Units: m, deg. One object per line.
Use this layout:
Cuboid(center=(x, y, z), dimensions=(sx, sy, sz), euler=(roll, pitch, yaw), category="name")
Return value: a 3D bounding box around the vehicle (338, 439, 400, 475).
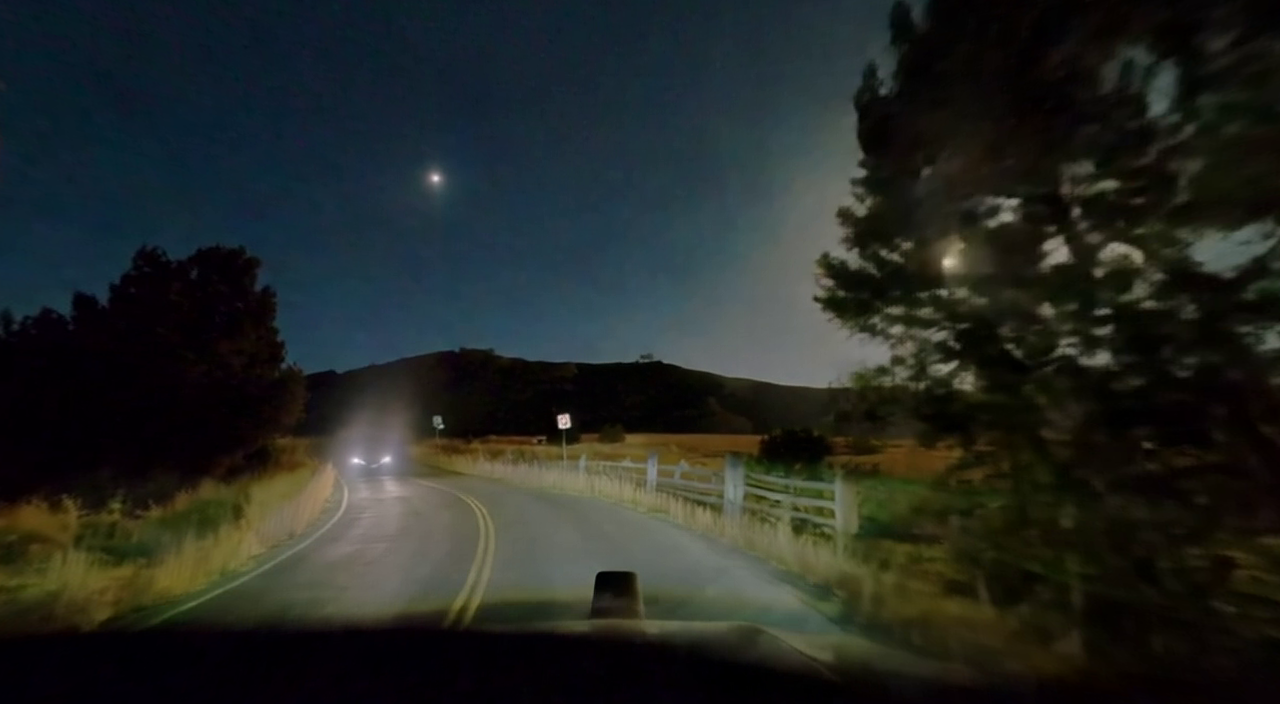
Cuboid(center=(-13.071, 4.981, 30.206), dimensions=(2.075, 1.562, 4.241), euler=(5, -9, -31), category="vehicle")
